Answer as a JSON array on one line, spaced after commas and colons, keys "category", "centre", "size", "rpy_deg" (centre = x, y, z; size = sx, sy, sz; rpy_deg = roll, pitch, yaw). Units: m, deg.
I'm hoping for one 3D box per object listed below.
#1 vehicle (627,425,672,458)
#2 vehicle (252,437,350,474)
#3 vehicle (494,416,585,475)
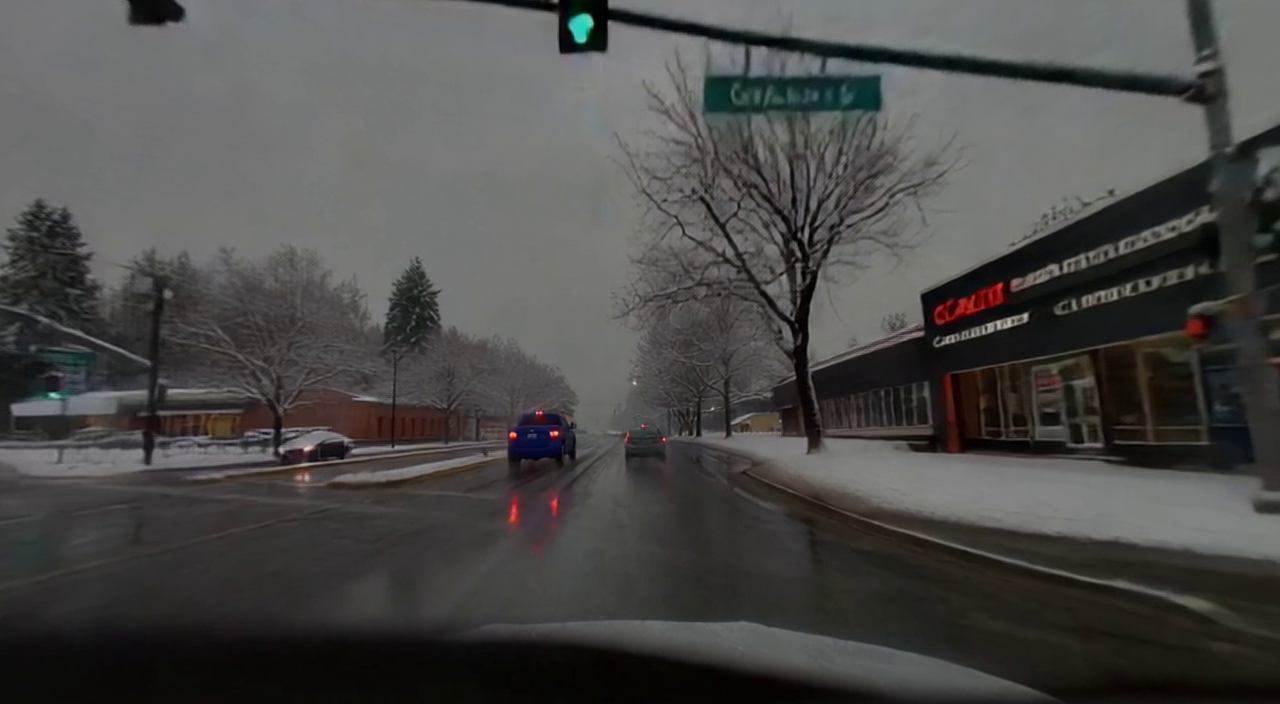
[{"category": "vehicle", "centre": [0.418, 4.472, 31.624], "size": [2.103, 1.487, 4.101], "rpy_deg": [-1, -8, 0]}, {"category": "vehicle", "centre": [-15.884, 4.833, 29.953], "size": [1.912, 1.432, 5.070], "rpy_deg": [-3, -8, 0]}, {"category": "vehicle", "centre": [-3.287, 3.202, 21.912], "size": [2.464, 1.777, 5.128], "rpy_deg": [0, -8, -1]}]
